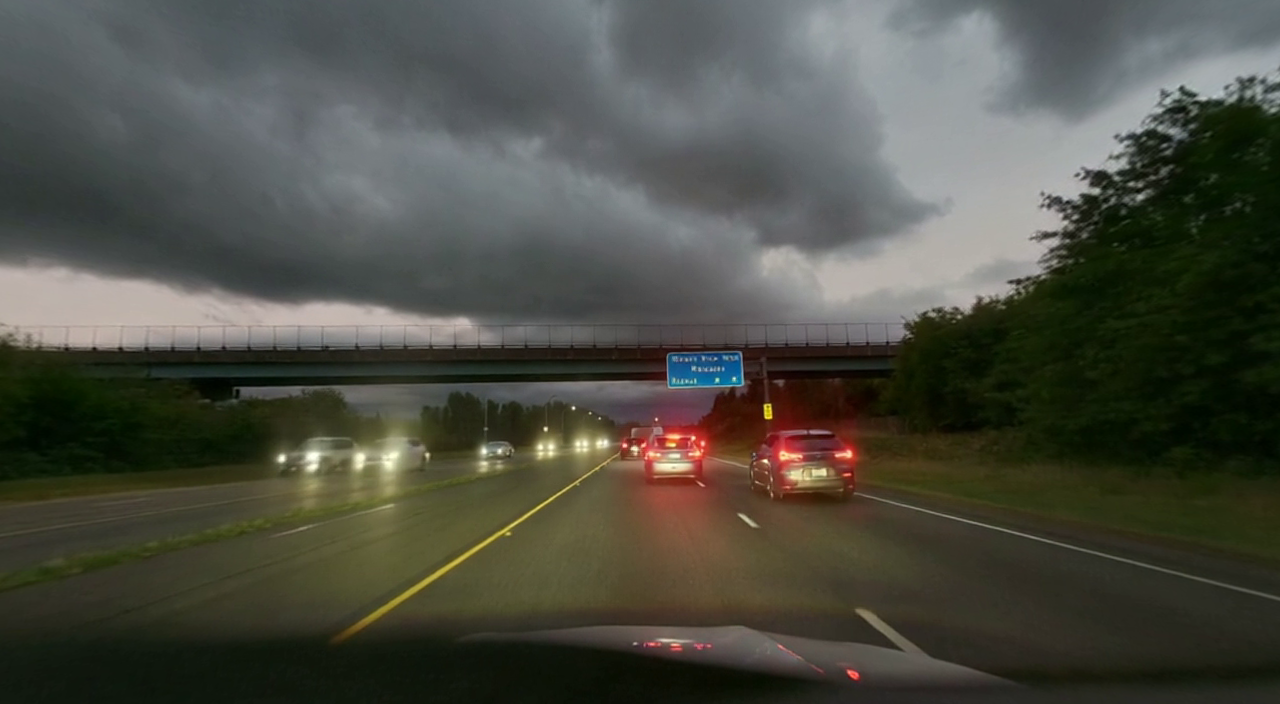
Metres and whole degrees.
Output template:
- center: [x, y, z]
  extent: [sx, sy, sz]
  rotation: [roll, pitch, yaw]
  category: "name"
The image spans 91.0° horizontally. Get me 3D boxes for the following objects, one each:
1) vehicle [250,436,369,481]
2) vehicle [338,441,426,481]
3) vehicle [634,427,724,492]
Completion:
- center: [-15.208, 4.905, 29.472]
  extent: [2.454, 1.868, 5.753]
  rotation: [-1, -8, 0]
  category: "vehicle"
- center: [-11.363, 4.781, 28.105]
  extent: [2.044, 1.502, 4.700]
  rotation: [-3, -8, -1]
  category: "vehicle"
- center: [0.991, 3.058, 18.264]
  extent: [2.092, 1.636, 4.024]
  rotation: [0, -8, -4]
  category: "vehicle"
